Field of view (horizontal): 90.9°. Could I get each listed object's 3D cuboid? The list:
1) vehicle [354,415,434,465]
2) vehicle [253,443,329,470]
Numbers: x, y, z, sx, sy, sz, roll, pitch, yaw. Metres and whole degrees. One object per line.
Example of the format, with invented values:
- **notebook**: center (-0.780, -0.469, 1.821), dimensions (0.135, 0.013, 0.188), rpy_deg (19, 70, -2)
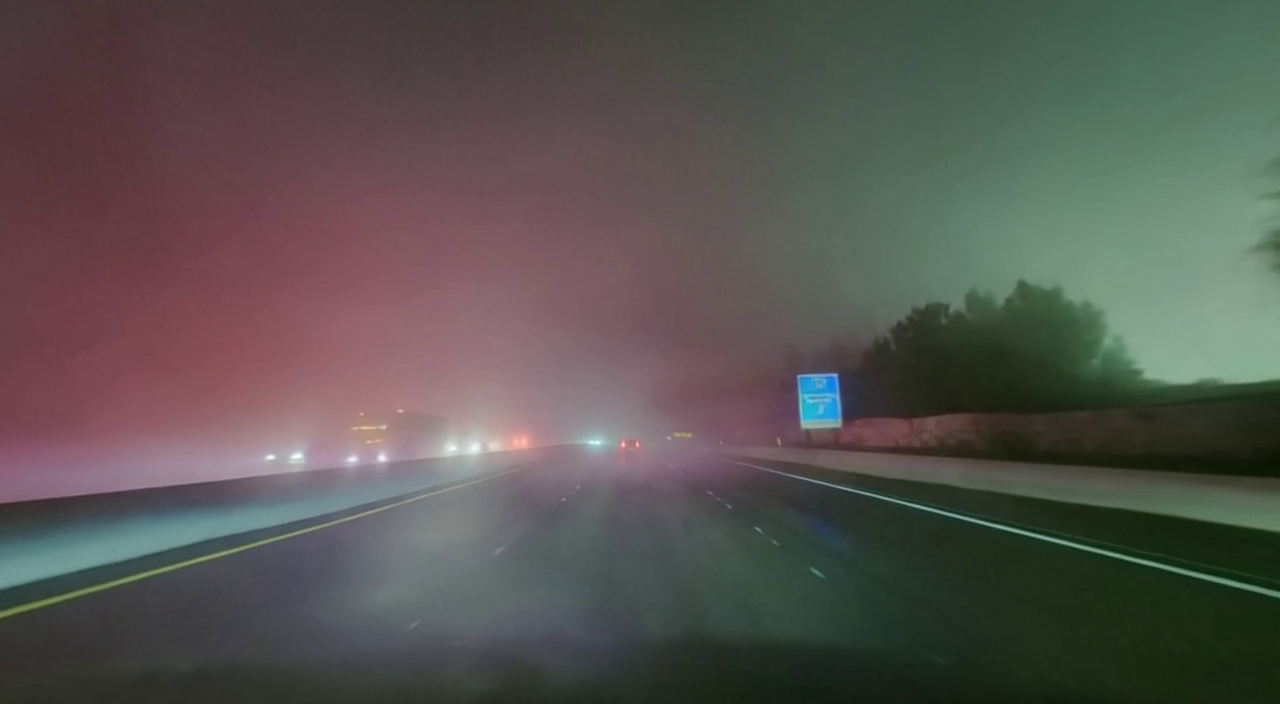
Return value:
- **vehicle**: center (-16.541, 5.951, 42.966), dimensions (2.477, 3.099, 7.368), rpy_deg (0, -8, 0)
- **vehicle**: center (-20.305, 6.051, 36.908), dimensions (1.961, 1.430, 4.442), rpy_deg (0, -8, 0)
